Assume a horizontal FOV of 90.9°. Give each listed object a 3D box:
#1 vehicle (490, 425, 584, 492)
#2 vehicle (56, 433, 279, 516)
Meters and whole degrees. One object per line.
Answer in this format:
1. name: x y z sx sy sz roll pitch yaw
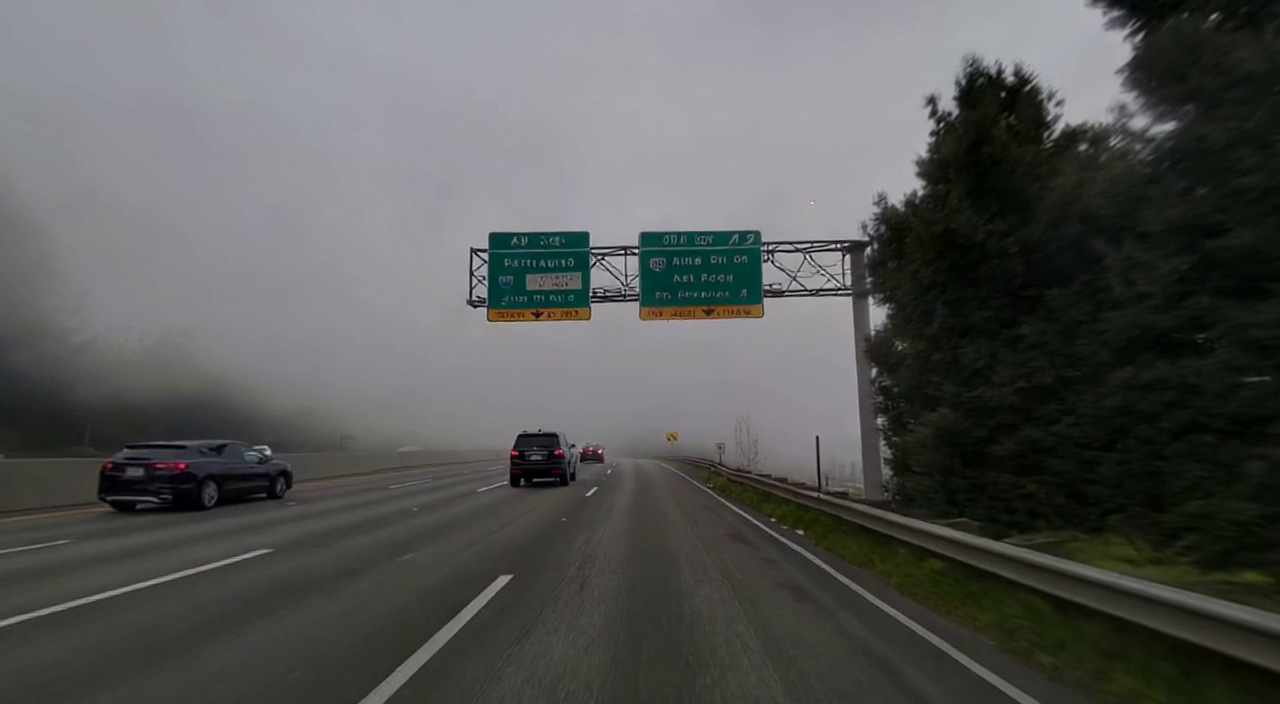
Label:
1. vehicle: -3.354 3.596 21.715 2.301 1.985 5.247 0 -8 1
2. vehicle: -10.860 2.805 15.033 1.919 1.665 4.394 0 -8 0
